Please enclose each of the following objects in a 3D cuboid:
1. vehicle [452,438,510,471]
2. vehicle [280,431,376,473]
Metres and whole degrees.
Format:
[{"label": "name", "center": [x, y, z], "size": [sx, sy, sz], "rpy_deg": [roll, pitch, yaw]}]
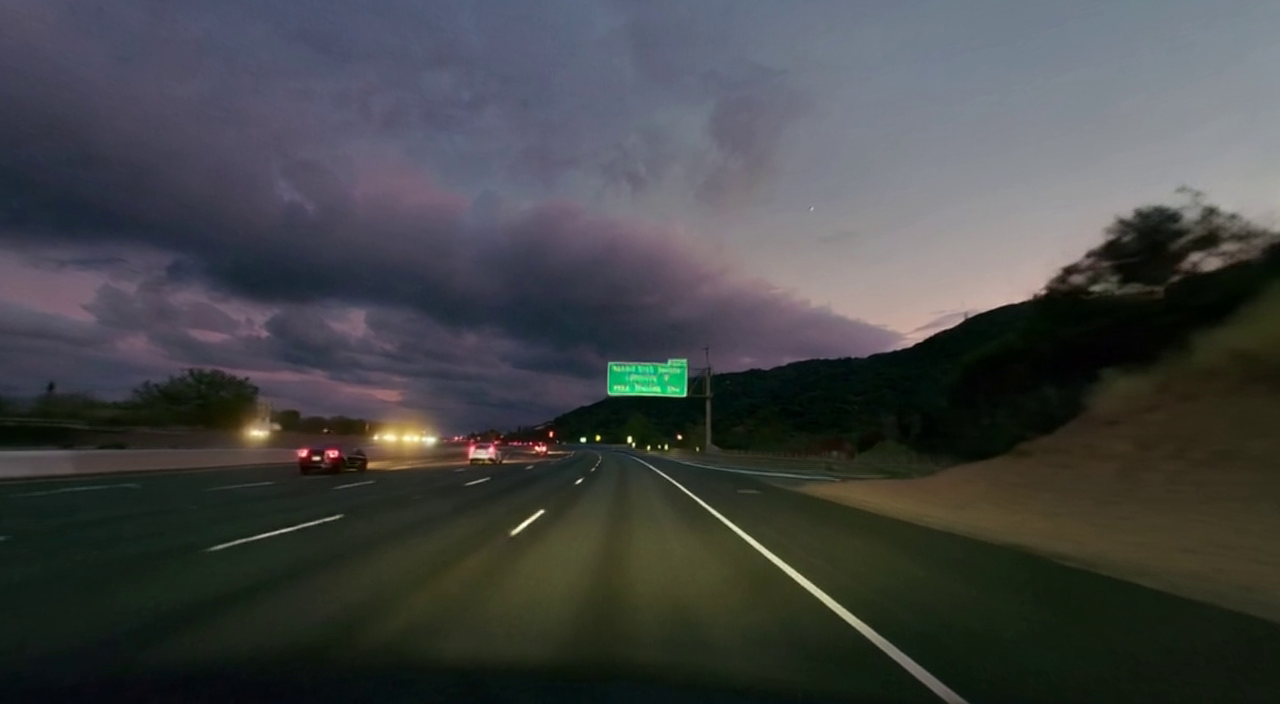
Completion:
[{"label": "vehicle", "center": [-8.683, 5.626, 34.864], "size": [2.104, 1.715, 4.319], "rpy_deg": [0, -8, -1]}, {"label": "vehicle", "center": [-15.735, 5.095, 32.302], "size": [2.240, 1.953, 5.452], "rpy_deg": [0, -8, -1]}]
